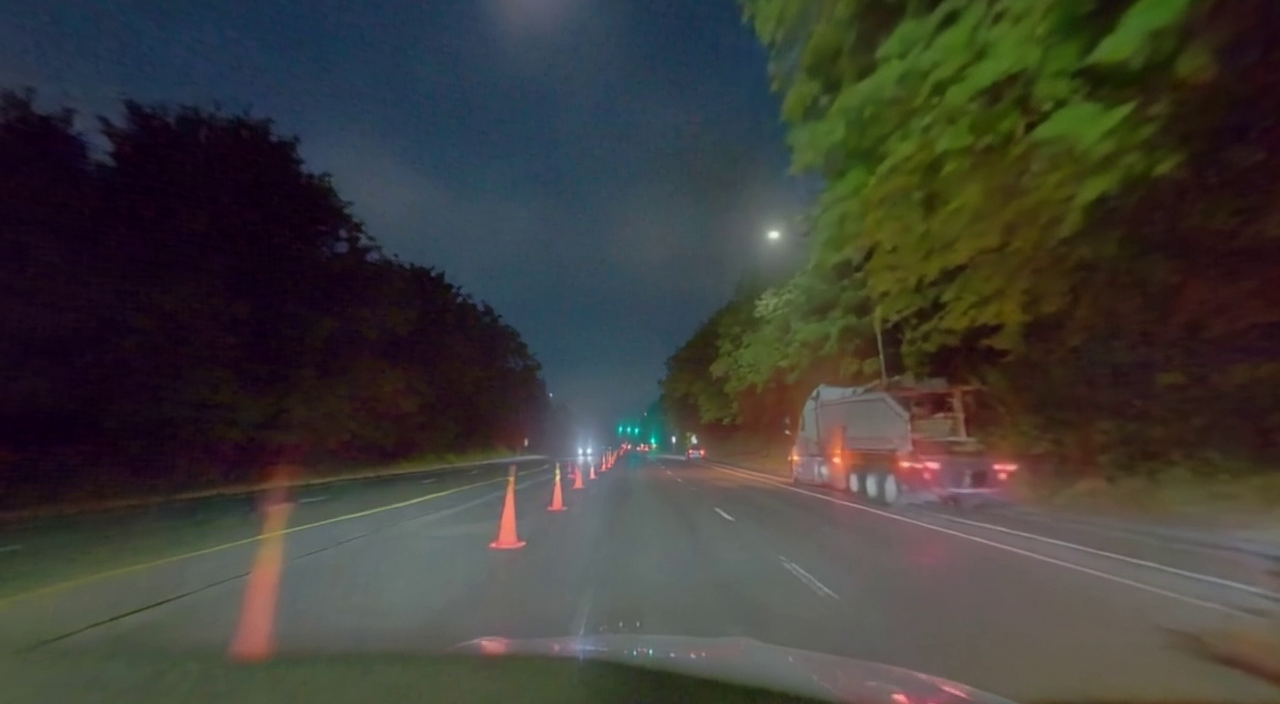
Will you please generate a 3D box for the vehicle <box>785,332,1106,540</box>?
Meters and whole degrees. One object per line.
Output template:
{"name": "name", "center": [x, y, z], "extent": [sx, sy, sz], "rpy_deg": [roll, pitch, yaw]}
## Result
{"name": "vehicle", "center": [6.272, 2.157, 15.997], "extent": [2.664, 3.418, 11.107], "rpy_deg": [0, -8, 0]}
